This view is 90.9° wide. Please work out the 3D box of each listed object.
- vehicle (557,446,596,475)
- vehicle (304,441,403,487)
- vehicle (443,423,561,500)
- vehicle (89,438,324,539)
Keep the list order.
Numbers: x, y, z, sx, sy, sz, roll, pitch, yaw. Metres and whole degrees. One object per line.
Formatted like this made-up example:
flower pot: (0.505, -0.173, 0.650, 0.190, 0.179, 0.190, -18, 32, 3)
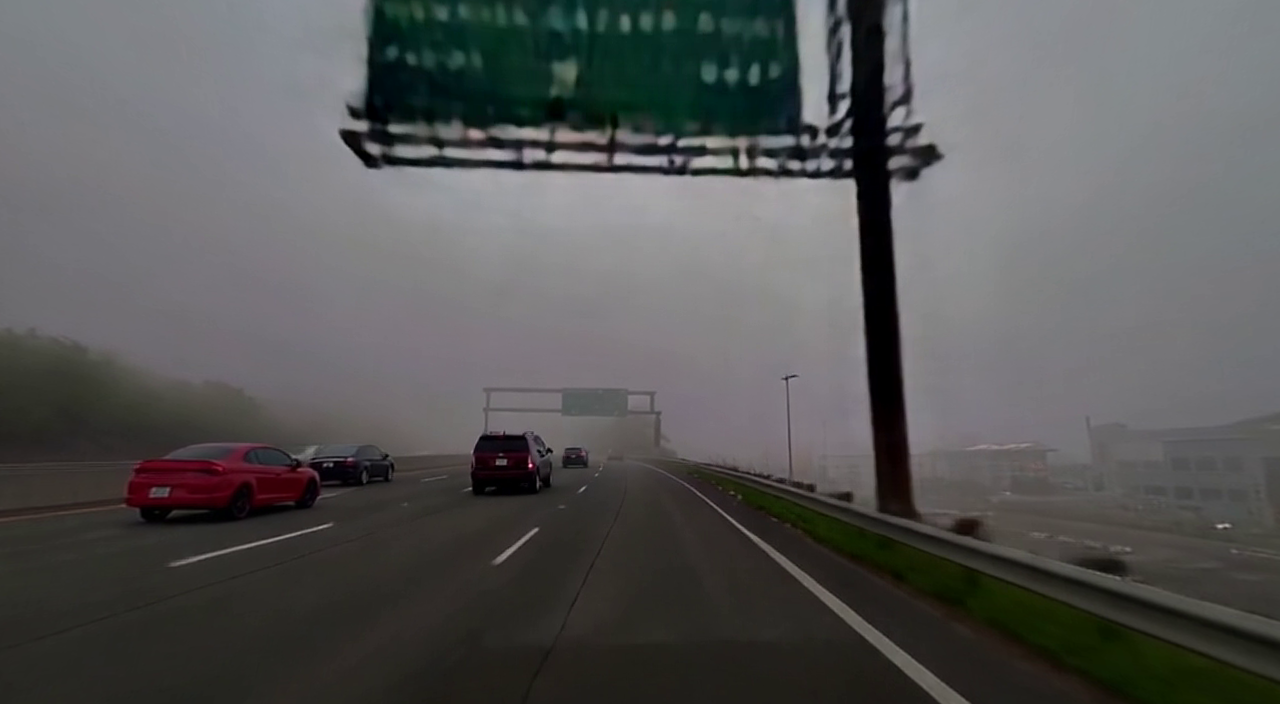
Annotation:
vehicle: (-3.771, 6.462, 37.824, 1.955, 1.614, 3.817, 0, -8, 0)
vehicle: (-11.436, 4.470, 25.564, 1.919, 1.665, 4.394, 0, -8, 0)
vehicle: (-3.943, 3.248, 19.119, 2.301, 1.985, 5.247, 0, -8, 1)
vehicle: (-7.452, 2.330, 11.322, 1.796, 1.509, 3.393, 0, -8, 0)
